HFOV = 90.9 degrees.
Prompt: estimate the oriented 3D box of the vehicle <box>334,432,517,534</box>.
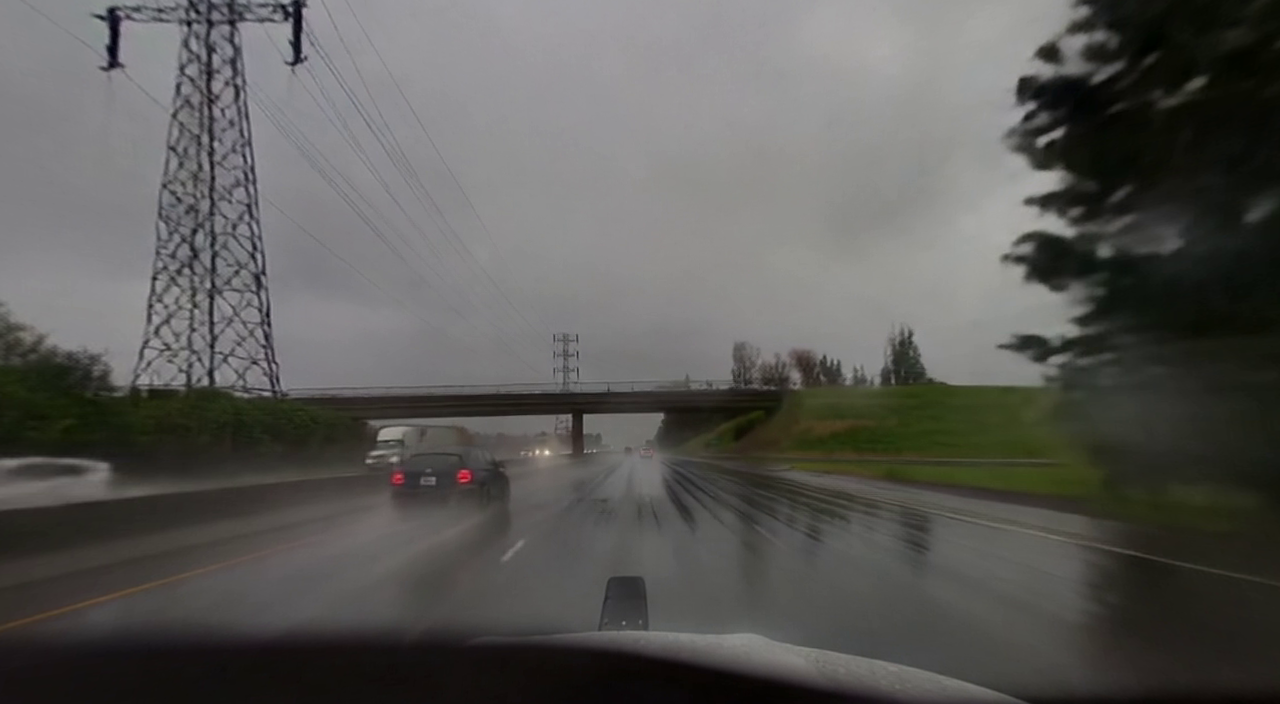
[{"bbox_3d":[-3.712,2.344,11.815,1.924,1.550,4.165,0,-9,1],"label":"vehicle"}]
